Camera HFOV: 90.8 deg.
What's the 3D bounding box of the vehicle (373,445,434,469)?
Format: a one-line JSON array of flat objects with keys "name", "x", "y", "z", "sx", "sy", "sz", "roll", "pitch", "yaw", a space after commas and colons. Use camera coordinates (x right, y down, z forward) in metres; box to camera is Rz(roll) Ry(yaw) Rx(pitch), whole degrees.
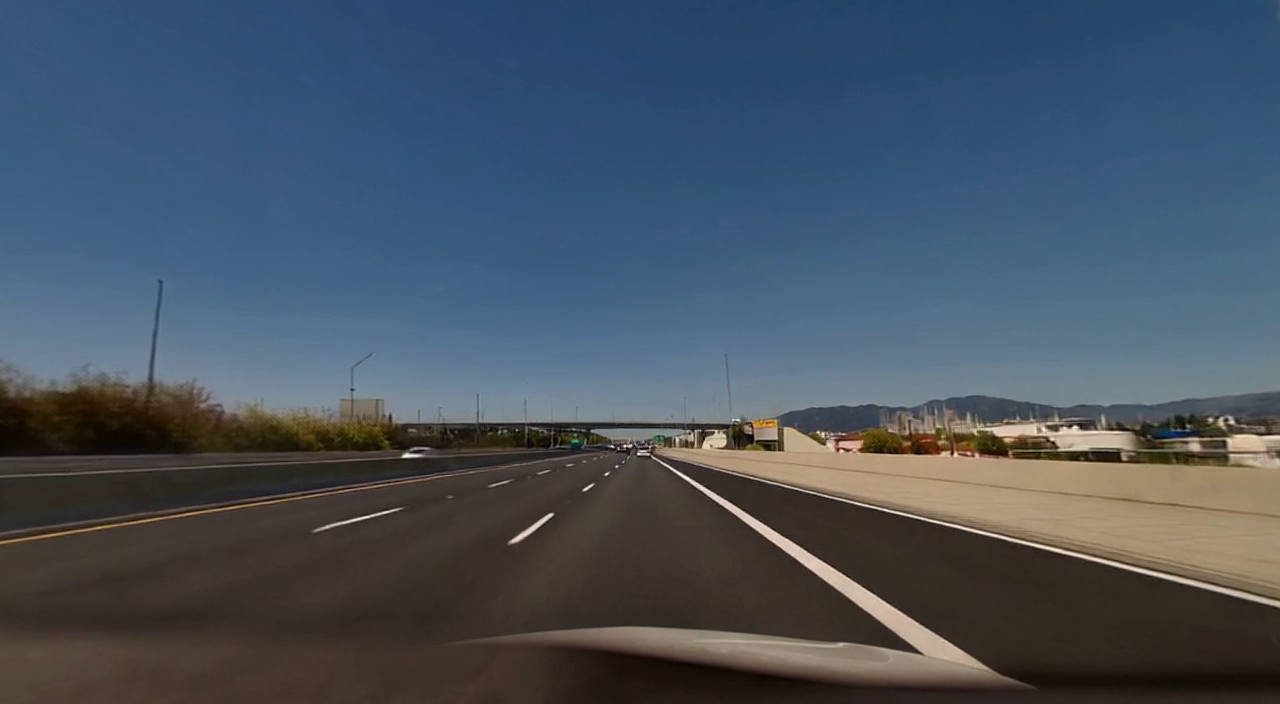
[{"name": "vehicle", "x": -15.671, "y": 7.003, "z": 42.112, "sx": 2.250, "sy": 1.492, "sz": 4.731, "roll": 0, "pitch": -9, "yaw": 0}]
